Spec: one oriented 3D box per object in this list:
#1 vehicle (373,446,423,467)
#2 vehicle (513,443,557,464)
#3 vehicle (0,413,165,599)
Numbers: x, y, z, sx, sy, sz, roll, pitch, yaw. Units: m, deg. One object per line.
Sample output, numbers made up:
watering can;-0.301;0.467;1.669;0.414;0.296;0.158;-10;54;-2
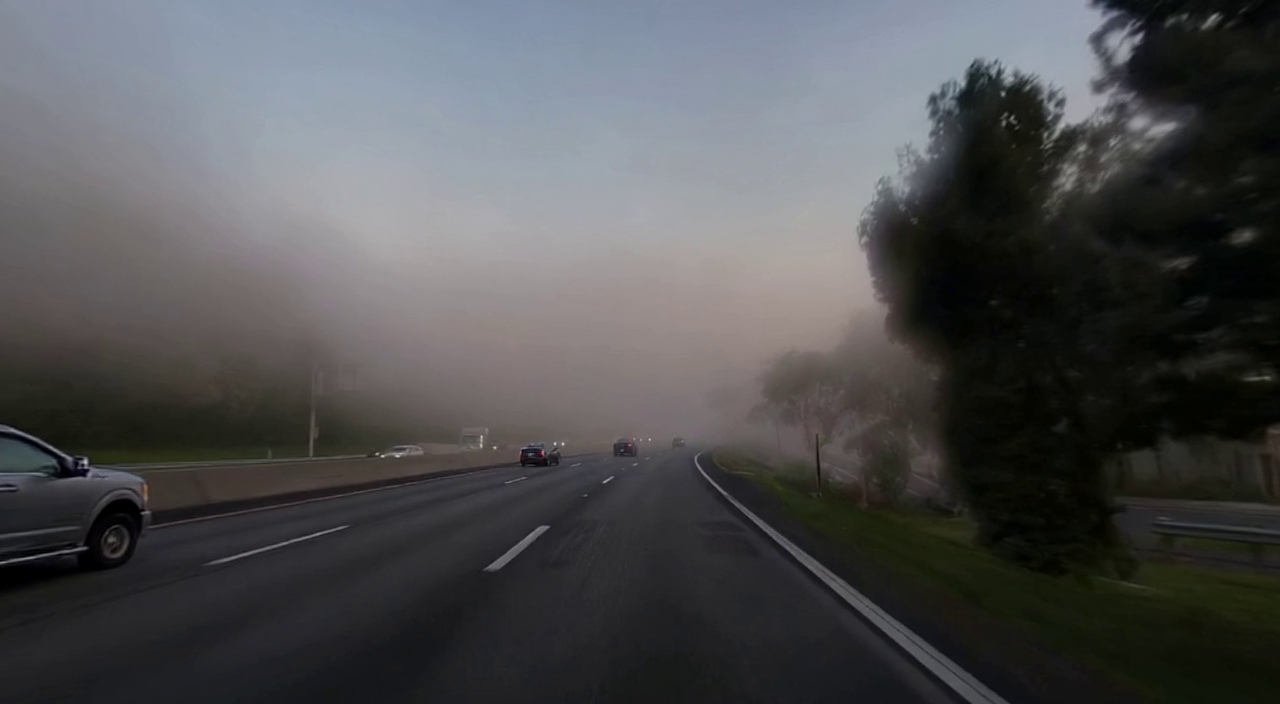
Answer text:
vehicle;-18.117;7.819;47.321;1.811;1.438;4.073;-1;-8;5
vehicle;-7.826;7.638;47.478;2.038;1.494;4.729;-1;-8;5
vehicle;-6.643;1.285;4.993;1.923;1.630;4.857;0;-8;1
